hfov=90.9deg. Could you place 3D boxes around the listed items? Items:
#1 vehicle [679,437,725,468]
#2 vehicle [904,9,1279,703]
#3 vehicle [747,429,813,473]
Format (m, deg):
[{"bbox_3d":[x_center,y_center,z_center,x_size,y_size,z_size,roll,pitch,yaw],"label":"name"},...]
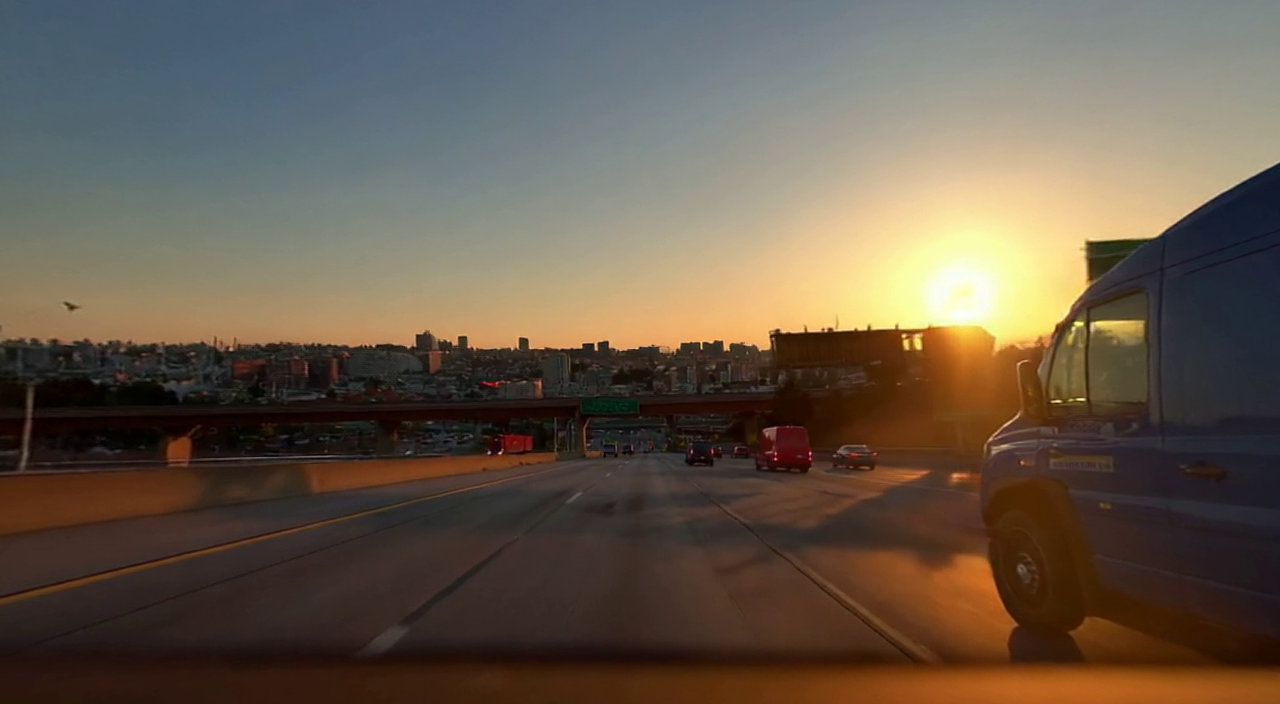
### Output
[{"bbox_3d":[4.045,6.738,42.484,2.464,1.961,5.520,0,-8,-1],"label":"vehicle"},{"bbox_3d":[3.304,0.152,1.265,2.436,2.745,7.034,0,-8,0],"label":"vehicle"},{"bbox_3d":[7.462,5.353,34.290,2.301,2.203,5.419,0,-8,-1],"label":"vehicle"}]
